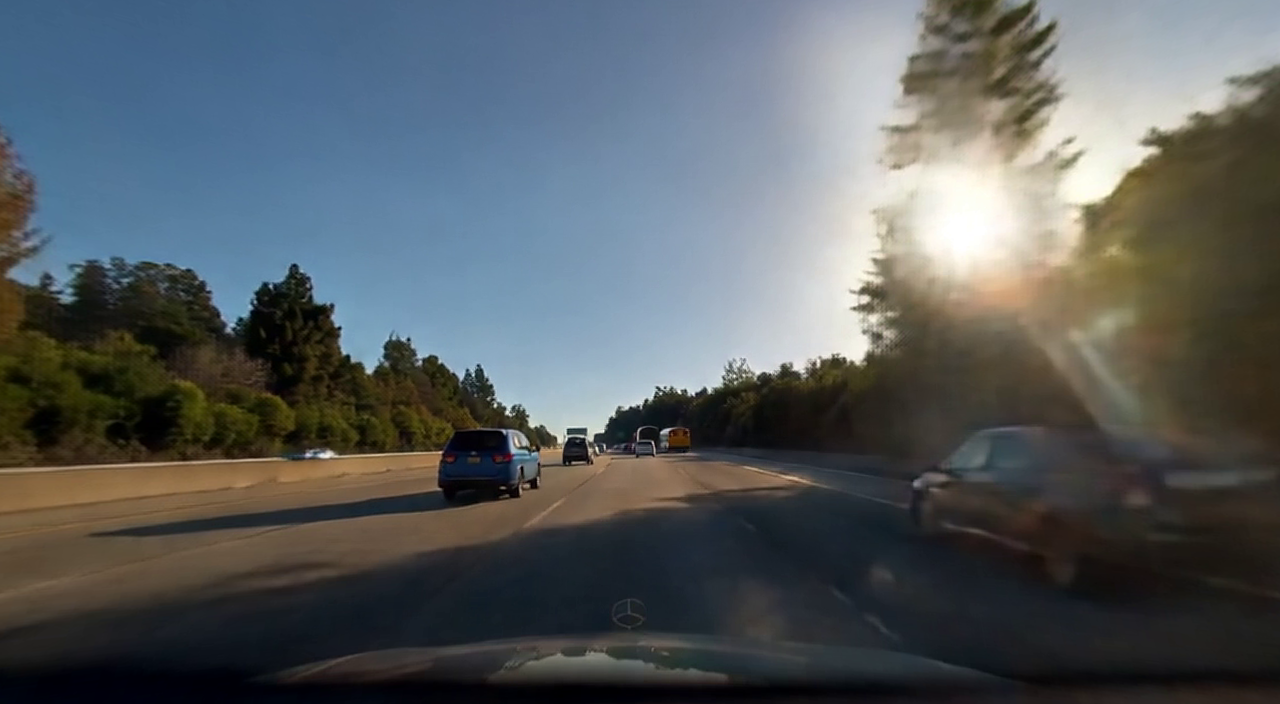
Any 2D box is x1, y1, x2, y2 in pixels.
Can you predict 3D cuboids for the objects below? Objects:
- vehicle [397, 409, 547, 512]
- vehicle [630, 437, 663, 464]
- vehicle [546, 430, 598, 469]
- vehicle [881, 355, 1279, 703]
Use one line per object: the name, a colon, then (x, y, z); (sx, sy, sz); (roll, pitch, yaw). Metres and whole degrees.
vehicle: (-3.476, 2.359, 14.057); (2.016, 1.898, 4.458); (0, -8, 1)
vehicle: (0.378, 6.323, 40.726); (2.042, 1.632, 3.654); (0, -8, 0)
vehicle: (-3.370, 4.959, 32.186); (2.155, 1.843, 4.567); (0, -8, 0)
vehicle: (3.834, 1.168, 4.920); (2.050, 1.661, 4.636); (0, -8, 0)
